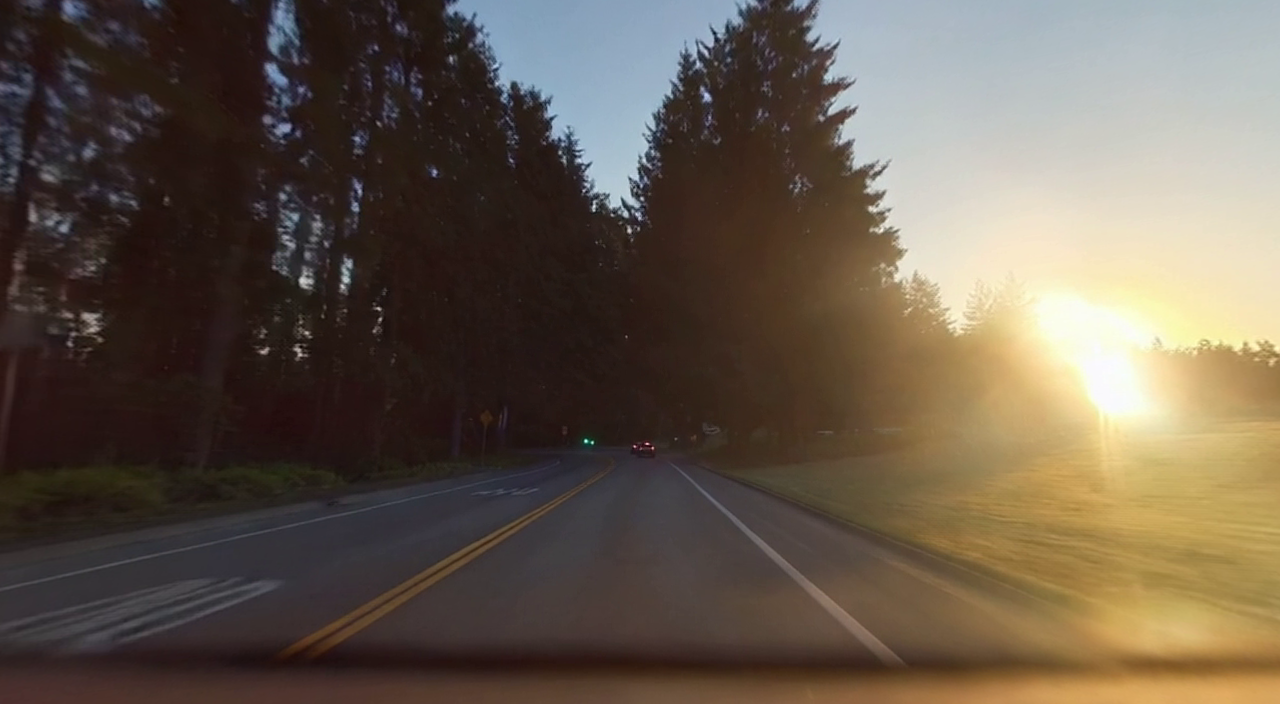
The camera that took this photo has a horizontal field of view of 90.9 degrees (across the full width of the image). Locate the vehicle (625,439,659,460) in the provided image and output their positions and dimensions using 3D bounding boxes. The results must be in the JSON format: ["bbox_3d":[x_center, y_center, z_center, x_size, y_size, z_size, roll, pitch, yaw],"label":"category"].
[{"bbox_3d":[0.073,7.506,48.626,1.861,1.511,4.237,2,-9,-11],"label":"vehicle"}]
